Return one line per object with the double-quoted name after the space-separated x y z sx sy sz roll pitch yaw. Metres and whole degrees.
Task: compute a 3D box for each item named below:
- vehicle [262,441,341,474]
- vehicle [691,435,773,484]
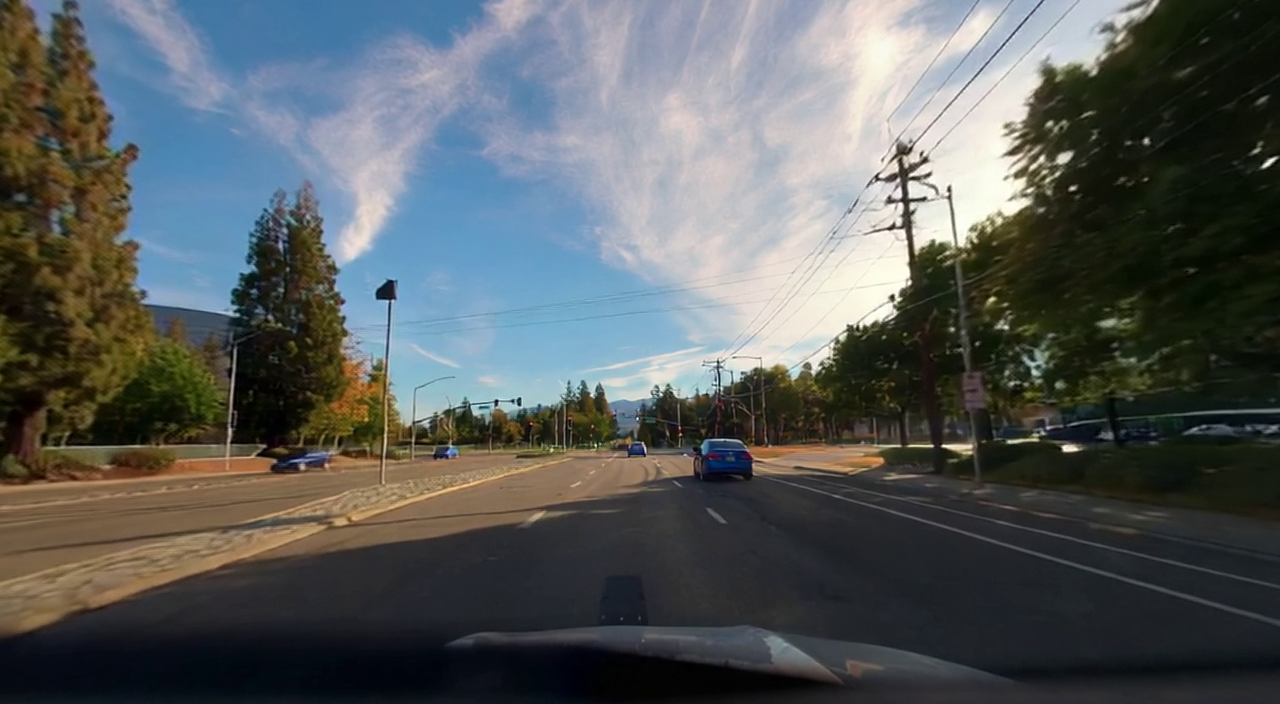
-20.097 6.236 37.785 1.969 1.818 4.889 0 -8 1 "vehicle"
2.964 3.562 21.345 2.004 1.448 4.263 0 -8 -2 "vehicle"
